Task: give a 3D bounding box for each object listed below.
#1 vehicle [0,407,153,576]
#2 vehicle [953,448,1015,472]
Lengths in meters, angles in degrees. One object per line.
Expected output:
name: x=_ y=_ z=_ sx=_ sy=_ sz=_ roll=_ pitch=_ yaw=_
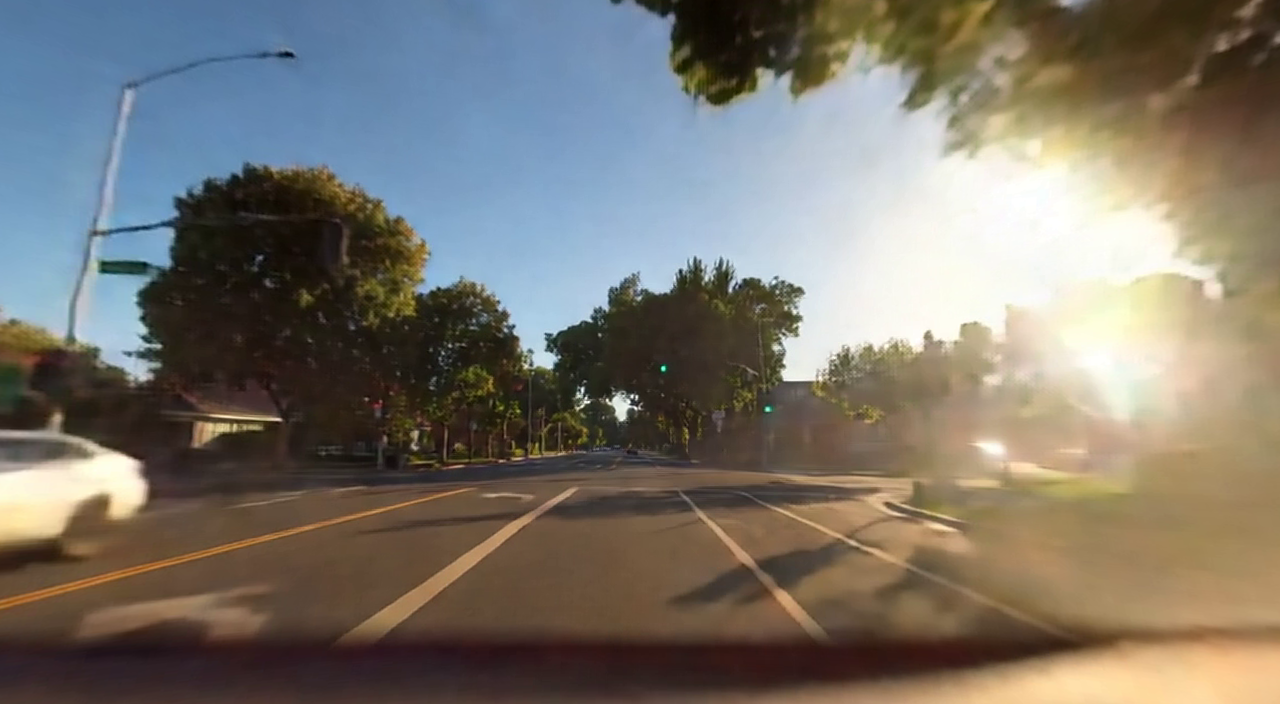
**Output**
vehicle: x=-7.689 y=1.408 z=6.291 sx=2.091 sy=1.727 sz=4.413 roll=0 pitch=-8 yaw=0
vehicle: x=26.565 y=8.323 z=48.788 sx=3.878 sy=1.462 sz=1.783 roll=5 pitch=-7 yaw=-5
